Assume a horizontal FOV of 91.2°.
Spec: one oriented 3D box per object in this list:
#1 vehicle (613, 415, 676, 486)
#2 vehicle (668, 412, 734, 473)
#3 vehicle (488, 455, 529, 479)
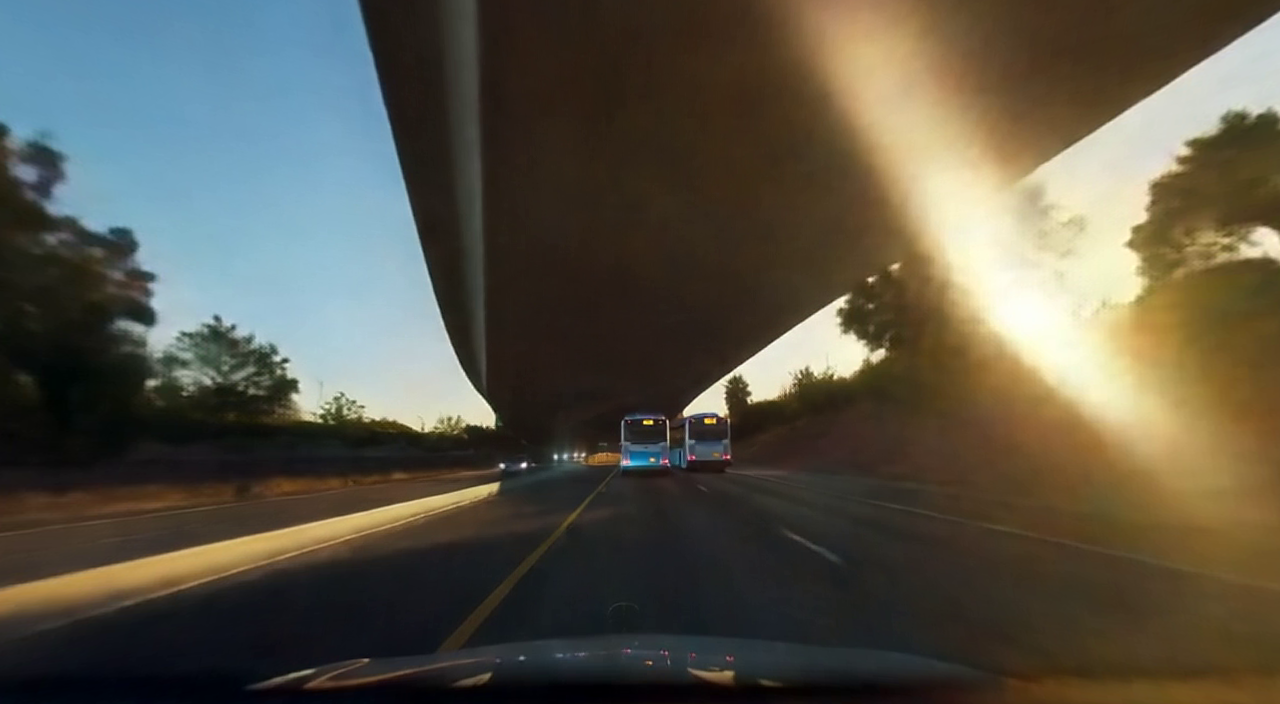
[{"bbox_3d":[0.072,4.218,26.836,2.414,2.675,5.574,0,-9,-2],"label":"vehicle"},{"bbox_3d":[4.032,6.560,44.921,3.074,3.668,12.805,0,-9,-2],"label":"vehicle"},{"bbox_3d":[-9.063,7.921,43.407,1.893,1.482,4.464,0,-9,0],"label":"vehicle"}]
